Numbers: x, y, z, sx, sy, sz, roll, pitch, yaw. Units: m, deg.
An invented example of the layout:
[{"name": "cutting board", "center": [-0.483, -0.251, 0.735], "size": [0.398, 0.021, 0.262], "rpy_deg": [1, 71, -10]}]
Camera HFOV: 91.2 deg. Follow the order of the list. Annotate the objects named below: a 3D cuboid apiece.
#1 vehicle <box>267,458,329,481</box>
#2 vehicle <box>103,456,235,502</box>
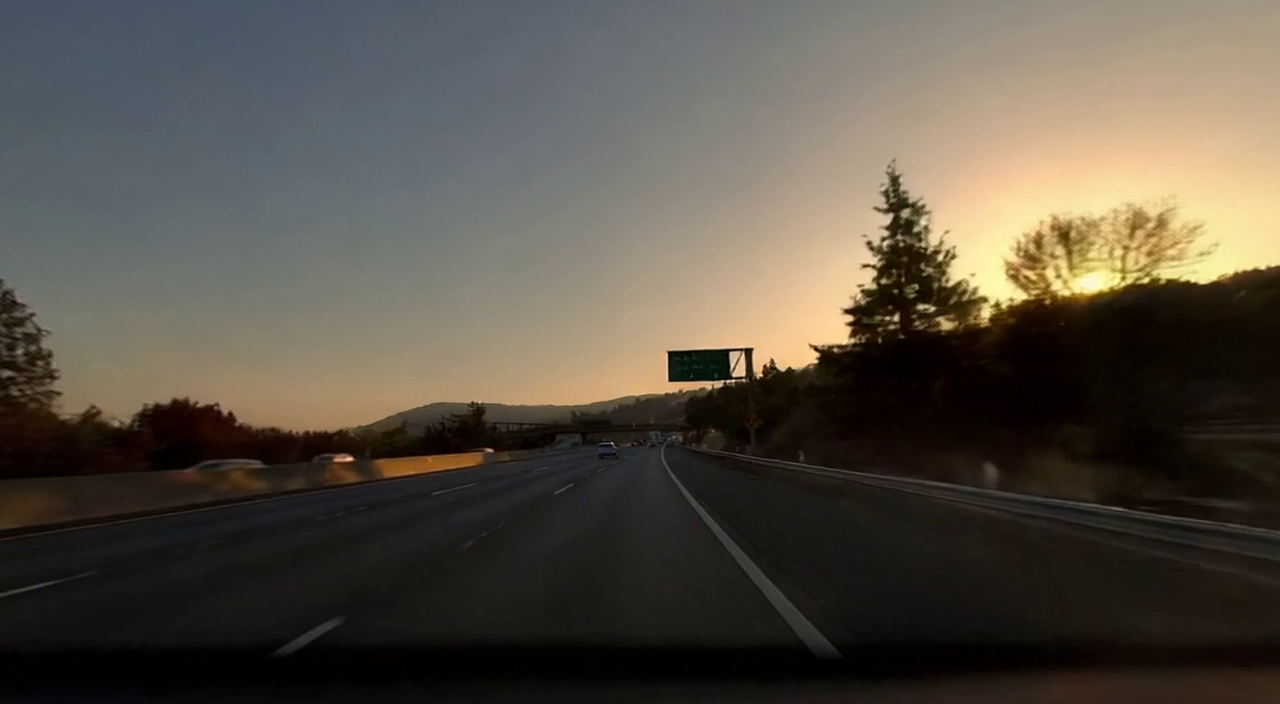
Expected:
[{"name": "vehicle", "center": [-24.460, 8.404, 44.993], "size": [1.847, 1.519, 4.339], "rpy_deg": [0, -9, 1]}, {"name": "vehicle", "center": [-20.135, 5.431, 27.119], "size": [1.966, 1.737, 4.642], "rpy_deg": [0, -9, 1]}]
